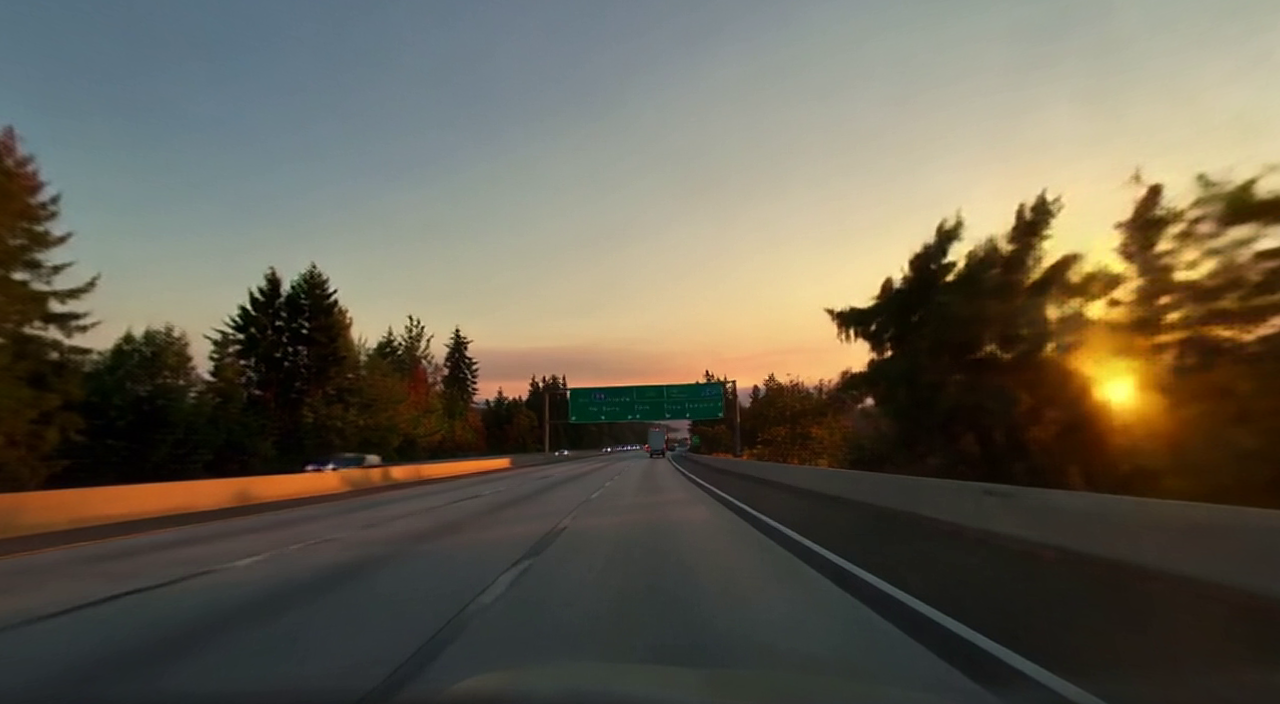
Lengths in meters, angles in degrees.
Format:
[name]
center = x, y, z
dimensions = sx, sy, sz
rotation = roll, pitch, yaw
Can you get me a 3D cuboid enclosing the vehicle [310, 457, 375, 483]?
[vehicle]
center = -19.088, 7.569, 40.418
dimensions = 1.859, 1.478, 4.539
rotation = 0, -9, 2
